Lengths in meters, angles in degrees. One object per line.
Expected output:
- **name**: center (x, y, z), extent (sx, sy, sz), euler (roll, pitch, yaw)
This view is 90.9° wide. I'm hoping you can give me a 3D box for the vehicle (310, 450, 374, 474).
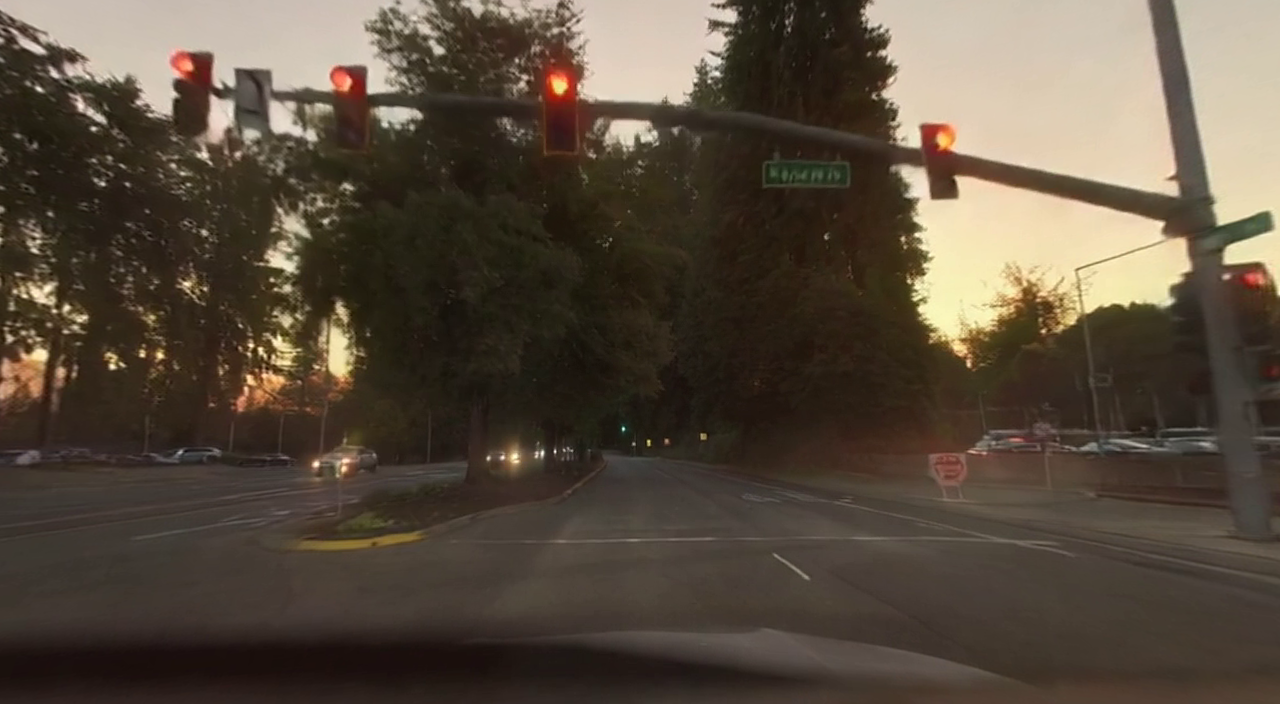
- **vehicle**: center (-20.031, 7.406, 42.633), extent (2.099, 1.504, 4.721), euler (0, -9, -1)
